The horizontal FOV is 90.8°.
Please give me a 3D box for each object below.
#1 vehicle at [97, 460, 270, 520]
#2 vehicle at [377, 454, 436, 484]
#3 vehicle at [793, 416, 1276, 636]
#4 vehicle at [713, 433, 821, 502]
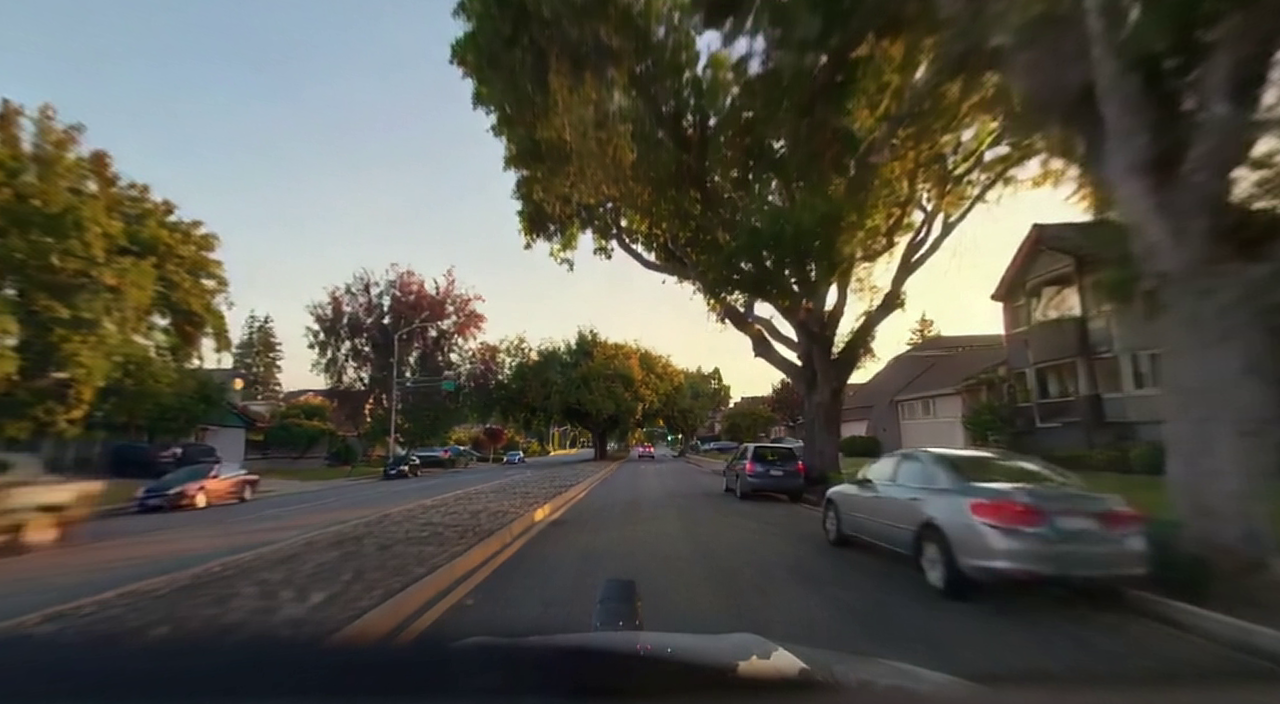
[{"bbox_3d":[-13.814,4.159,19.573,2.021,1.513,4.568,0,-9,-1],"label":"vehicle"},{"bbox_3d":[-13.914,6.936,37.886,1.876,1.495,4.647,-4,-9,-2],"label":"vehicle"},{"bbox_3d":[3.468,1.648,7.209,2.034,1.551,5.272,0,-9,-1],"label":"vehicle"},{"bbox_3d":[3.414,3.228,17.980,2.078,1.679,4.562,0,-9,-1],"label":"vehicle"}]
